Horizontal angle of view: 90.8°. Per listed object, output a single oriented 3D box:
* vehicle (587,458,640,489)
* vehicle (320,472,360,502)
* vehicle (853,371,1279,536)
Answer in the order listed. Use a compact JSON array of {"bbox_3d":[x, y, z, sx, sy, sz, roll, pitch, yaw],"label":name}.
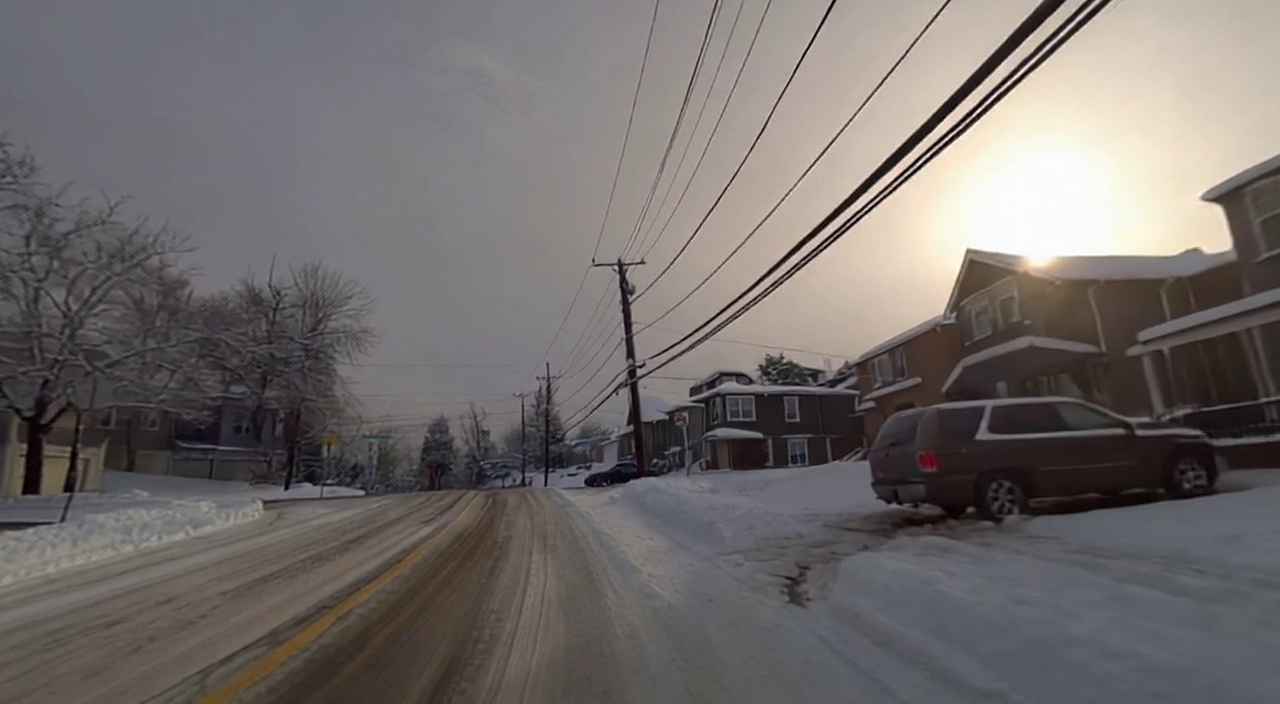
[{"bbox_3d":[-2.076,9.007,47.241,2.184,1.885,5.343,3,-8,-23],"label":"vehicle"},{"bbox_3d":[-20.167,9.009,42.412,1.994,1.515,4.385,4,-8,-30],"label":"vehicle"},{"bbox_3d":[6.743,1.592,10.262,5.578,1.842,2.300,-4,-9,-7],"label":"vehicle"}]
